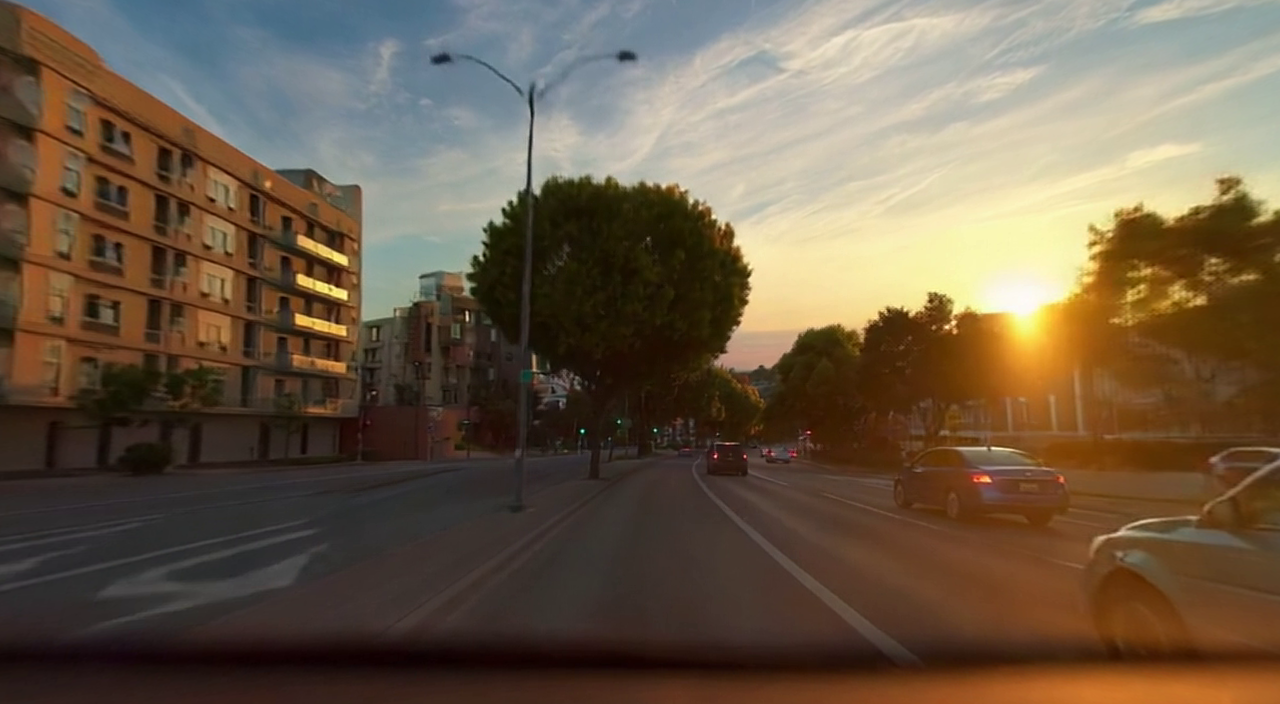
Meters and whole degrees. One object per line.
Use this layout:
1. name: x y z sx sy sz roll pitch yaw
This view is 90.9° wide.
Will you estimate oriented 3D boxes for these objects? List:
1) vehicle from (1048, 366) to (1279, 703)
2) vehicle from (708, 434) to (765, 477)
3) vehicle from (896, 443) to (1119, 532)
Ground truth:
1. vehicle: 3.306 0.762 1.555 1.901 1.634 3.952 0 -8 0
2. vehicle: 4.508 4.939 30.289 2.154 1.844 4.634 -1 -8 2
3. vehicle: 7.252 2.670 13.140 1.899 1.496 4.559 0 -8 0
